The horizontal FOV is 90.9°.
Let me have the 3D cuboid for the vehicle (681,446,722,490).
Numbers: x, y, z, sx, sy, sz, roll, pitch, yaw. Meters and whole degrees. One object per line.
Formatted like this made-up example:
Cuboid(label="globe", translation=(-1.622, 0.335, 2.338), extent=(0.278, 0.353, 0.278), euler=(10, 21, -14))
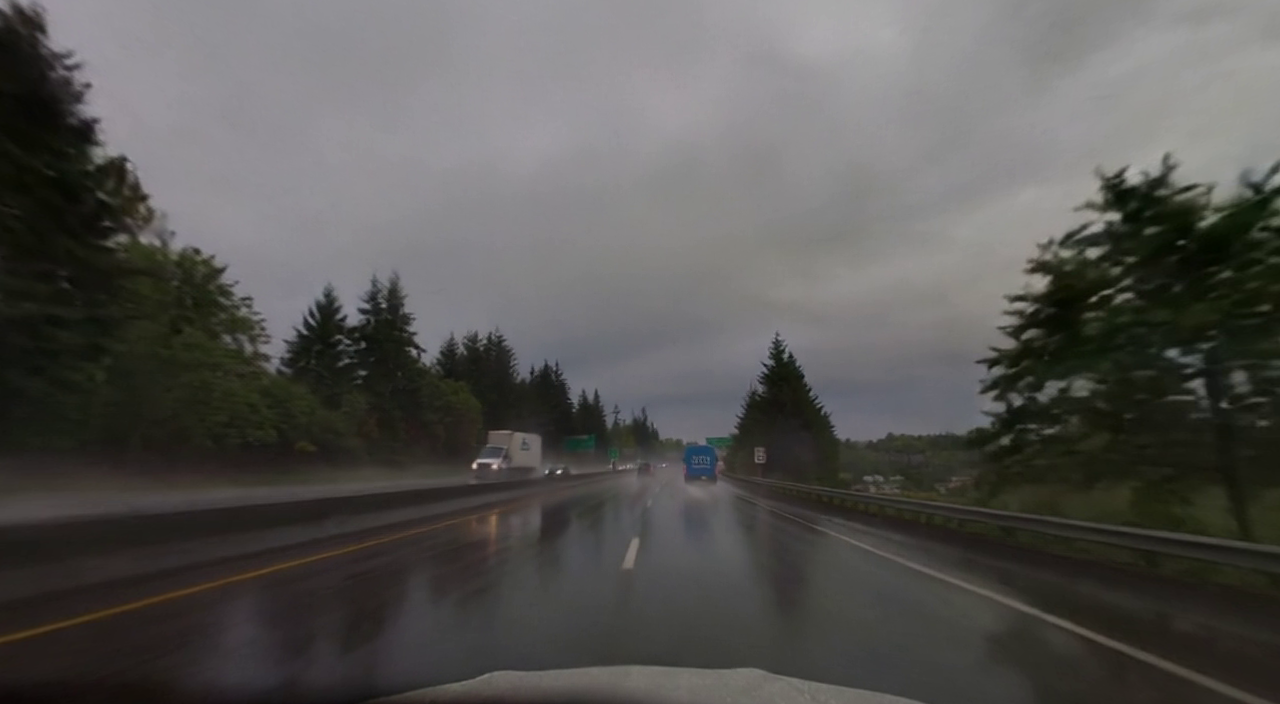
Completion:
Cuboid(label="vehicle", translation=(3.998, 7.721, 41.890), extent=(2.366, 2.595, 5.793), euler=(1, -11, 2))
